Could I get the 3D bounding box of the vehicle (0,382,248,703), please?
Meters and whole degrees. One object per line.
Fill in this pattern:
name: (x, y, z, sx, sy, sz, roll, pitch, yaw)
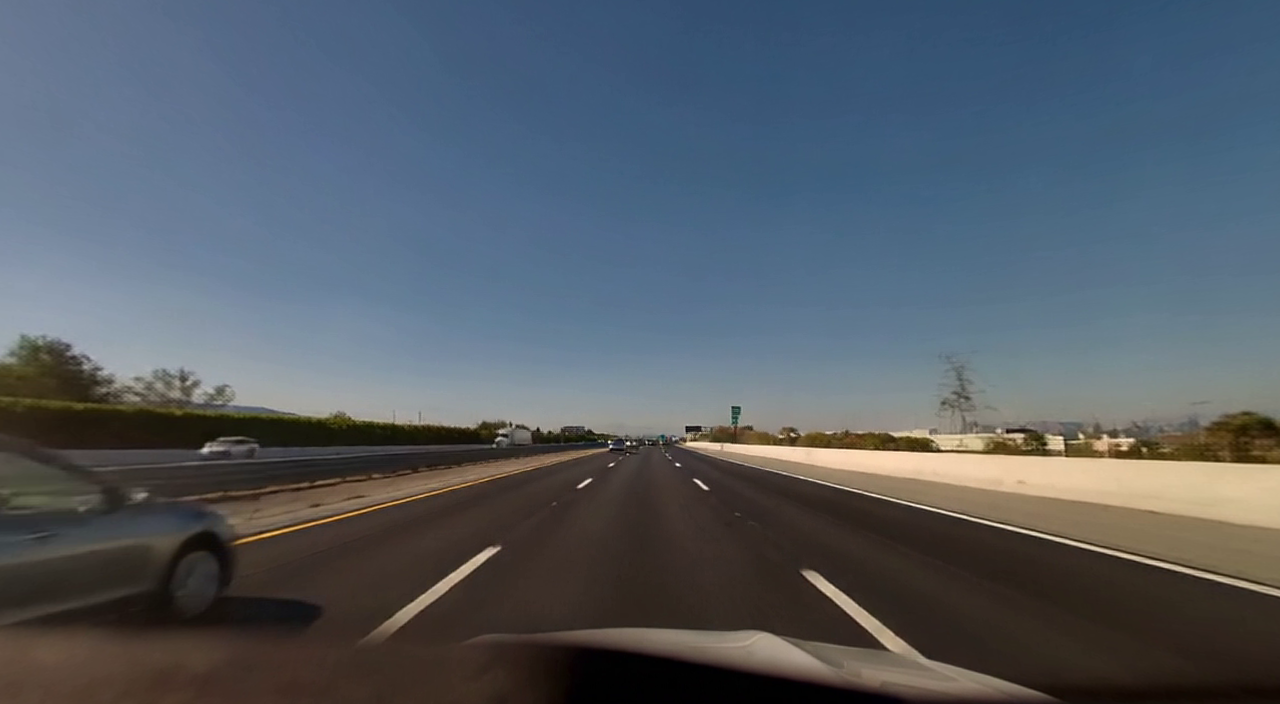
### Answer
vehicle: (-3.921, 0.823, 2.039, 2.053, 1.587, 4.855, 0, -8, 2)
